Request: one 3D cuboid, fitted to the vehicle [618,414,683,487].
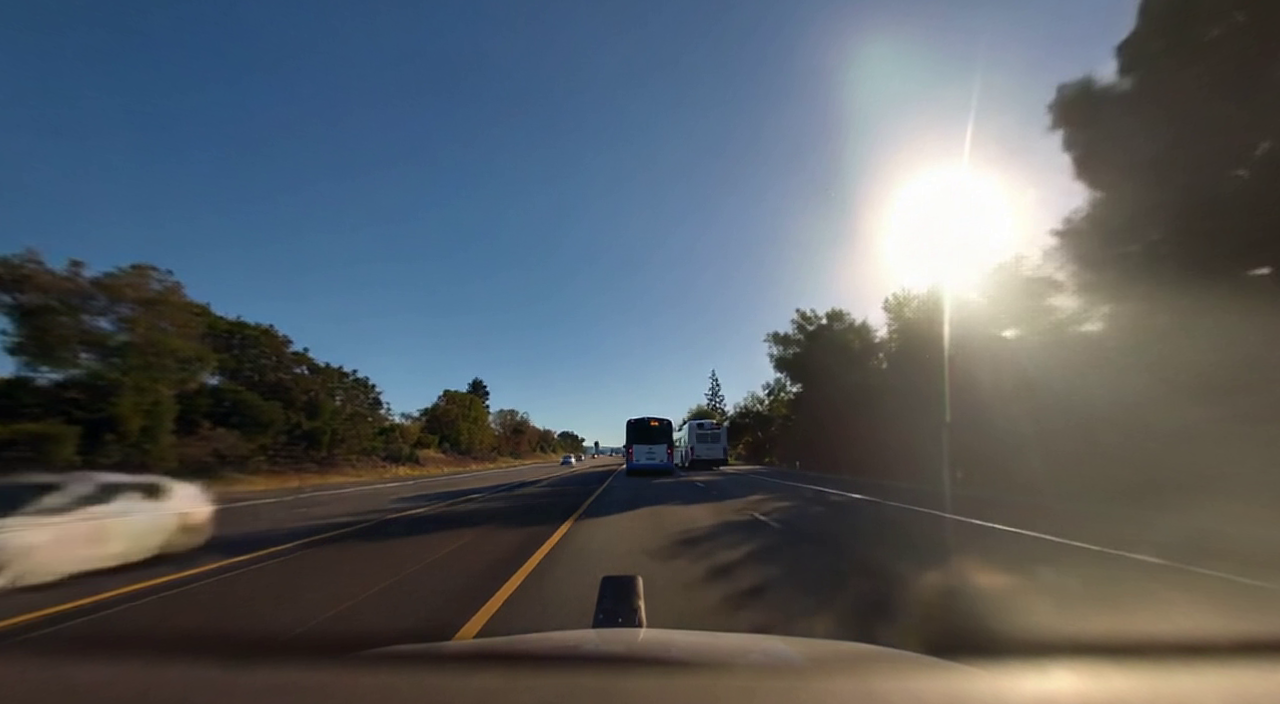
[{"bbox_3d":[0.299,4.091,26.170,2.414,2.675,5.574,0,-9,-2],"label":"vehicle"}]

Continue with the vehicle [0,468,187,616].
[{"bbox_3d":[-7.855,2.176,7.238,1.870,1.500,4.516,-1,-9,0],"label":"vehicle"}]

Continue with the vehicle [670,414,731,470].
[{"bbox_3d":[4.307,6.956,47.851,3.074,3.668,12.805,0,-9,-1],"label":"vehicle"}]
